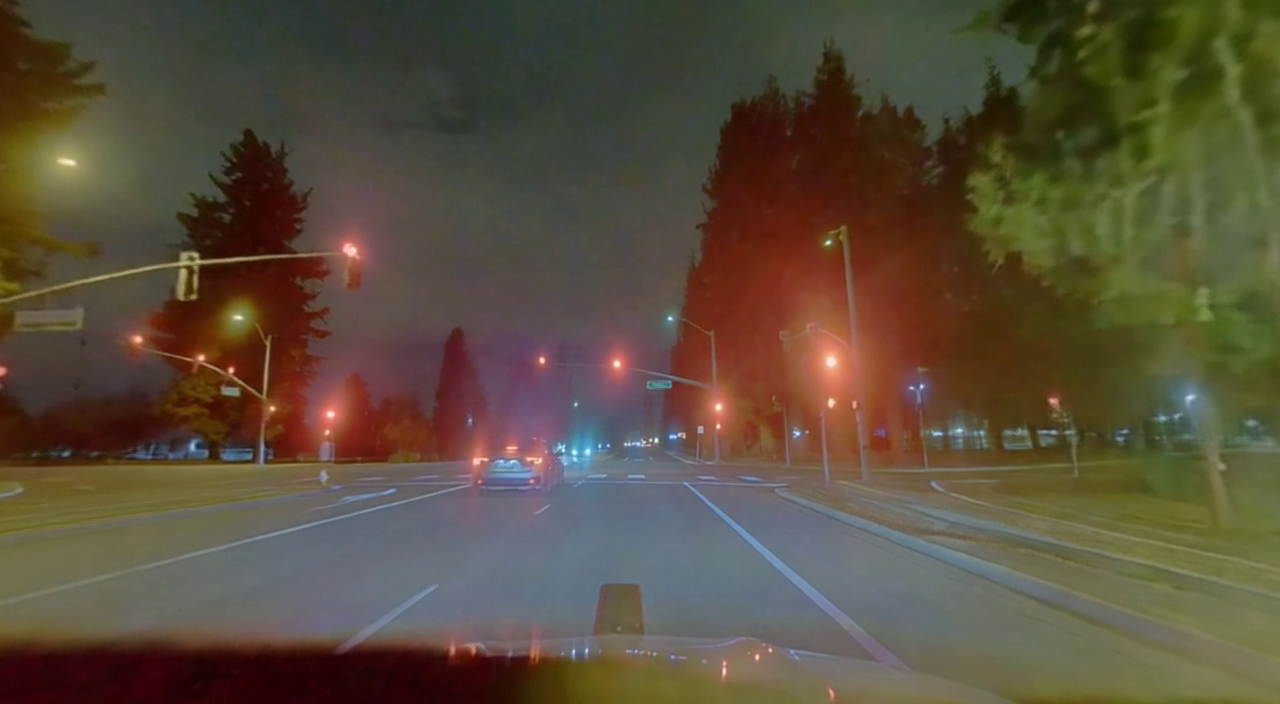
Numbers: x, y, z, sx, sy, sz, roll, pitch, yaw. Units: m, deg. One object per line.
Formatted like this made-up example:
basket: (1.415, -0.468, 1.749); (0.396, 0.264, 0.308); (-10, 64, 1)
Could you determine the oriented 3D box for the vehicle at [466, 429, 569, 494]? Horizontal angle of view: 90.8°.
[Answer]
vehicle: (-3.299, 3.064, 17.976); (2.076, 1.599, 4.483); (0, -9, -1)
